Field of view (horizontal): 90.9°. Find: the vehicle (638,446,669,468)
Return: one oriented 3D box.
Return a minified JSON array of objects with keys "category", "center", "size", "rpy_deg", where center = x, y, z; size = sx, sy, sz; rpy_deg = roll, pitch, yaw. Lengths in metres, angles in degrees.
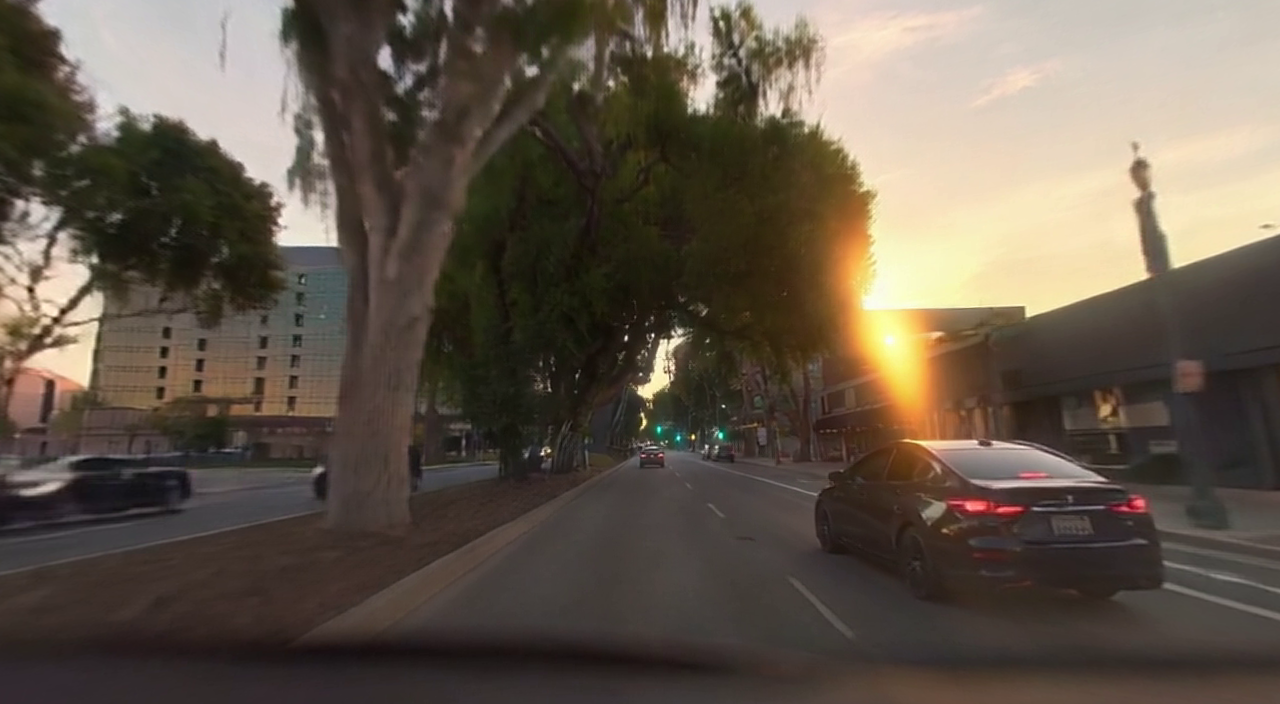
[{"category":"vehicle","center":[0.859,6.857,41.433],"size":[1.945,1.343,3.827],"rpy_deg":[0,-8,0]}]

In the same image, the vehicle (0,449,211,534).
[{"category":"vehicle","center":[-12.022,3.015,14.149],"size":[1.869,1.529,4.355],"rpy_deg":[-2,-9,-3]}]

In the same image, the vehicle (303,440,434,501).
[{"category":"vehicle","center":[-8.208,3.585,19.602],"size":[2.013,1.637,4.479],"rpy_deg":[-1,-8,1]}]

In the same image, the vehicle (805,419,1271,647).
[{"category":"vehicle","center":[3.204,1.514,6.306],"size":[1.989,1.498,4.050],"rpy_deg":[0,-8,0]}]
